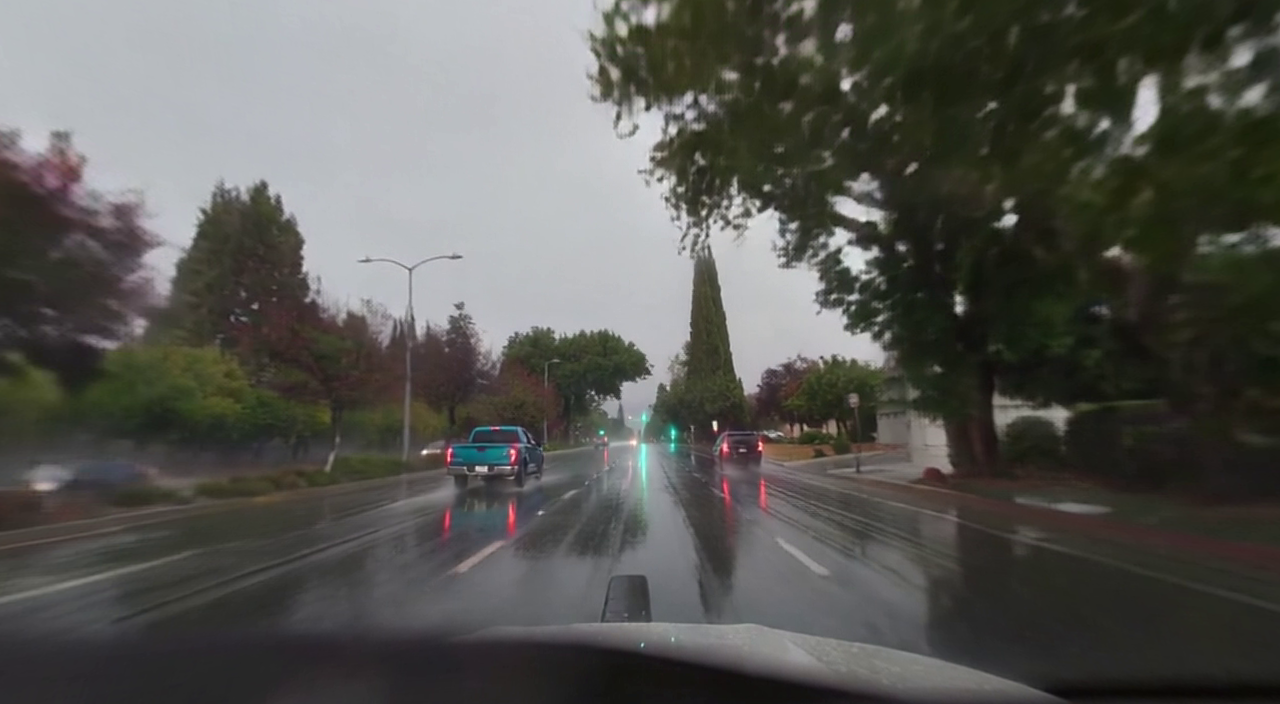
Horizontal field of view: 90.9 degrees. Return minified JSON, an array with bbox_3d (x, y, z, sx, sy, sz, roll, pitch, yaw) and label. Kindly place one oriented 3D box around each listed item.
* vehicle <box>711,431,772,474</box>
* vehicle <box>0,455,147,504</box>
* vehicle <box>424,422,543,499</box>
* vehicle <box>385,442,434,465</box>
[{"bbox_3d":[4.401,4.424,28.033,2.016,1.736,4.356,0,-8,0],"label":"vehicle"},{"bbox_3d":[-20.564,4.512,22.698,1.939,1.475,4.491,0,-8,1],"label":"vehicle"},{"bbox_3d":[-3.982,2.861,16.996,2.002,1.747,4.728,0,-8,0],"label":"vehicle"},{"bbox_3d":[-17.185,7.596,47.187,1.903,1.619,4.344,0,-8,2],"label":"vehicle"}]
